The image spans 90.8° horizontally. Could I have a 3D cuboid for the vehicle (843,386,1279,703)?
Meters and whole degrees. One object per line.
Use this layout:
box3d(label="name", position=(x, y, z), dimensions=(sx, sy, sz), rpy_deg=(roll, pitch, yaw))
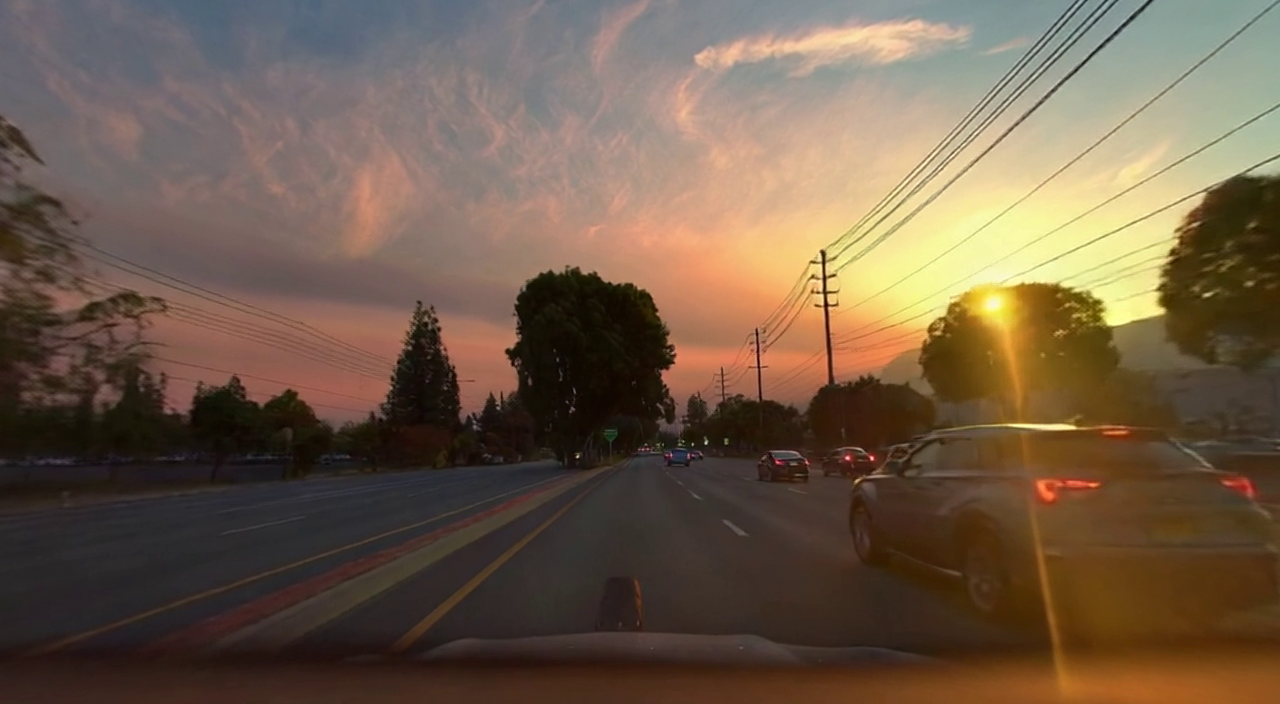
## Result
box3d(label="vehicle", position=(3.341, 1.295, 5.016), dimensions=(2.078, 1.668, 4.078), rpy_deg=(0, -9, 0))

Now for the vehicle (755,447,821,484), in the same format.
box3d(label="vehicle", position=(6.462, 4.984, 28.145), dimensions=(1.882, 1.476, 4.344), rpy_deg=(0, -8, 0))
